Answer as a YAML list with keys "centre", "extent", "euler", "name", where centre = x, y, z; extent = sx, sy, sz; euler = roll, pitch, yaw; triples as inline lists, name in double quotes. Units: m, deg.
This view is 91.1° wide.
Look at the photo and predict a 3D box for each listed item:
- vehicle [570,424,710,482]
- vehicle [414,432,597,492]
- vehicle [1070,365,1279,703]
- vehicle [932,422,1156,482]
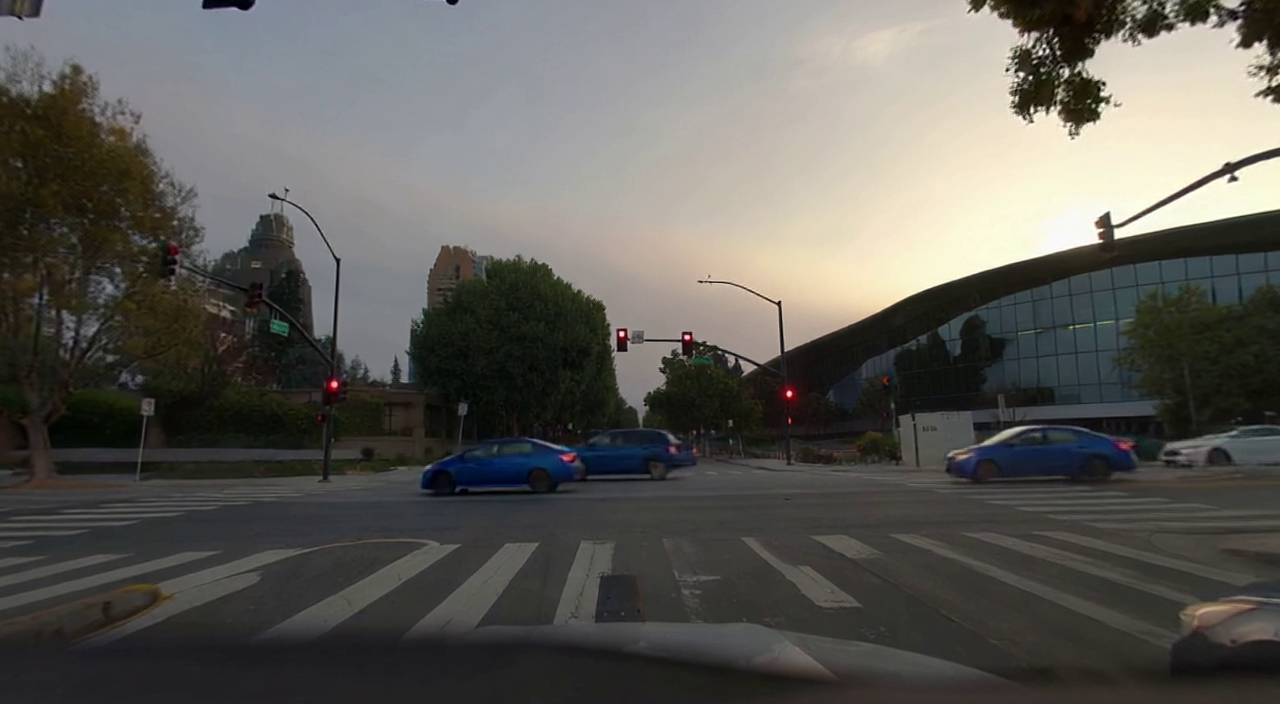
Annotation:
- centre: [0.006, 3.279, 20.535]
  extent: [4.363, 1.757, 1.926]
  euler: [0, -8, 1]
  name: "vehicle"
- centre: [-3.459, 2.925, 16.814]
  extent: [4.464, 1.472, 1.867]
  euler: [0, -8, 0]
  name: "vehicle"
- centre: [2.890, 0.675, 0.831]
  extent: [1.947, 1.576, 3.825]
  euler: [0, -8, 1]
  name: "vehicle"
- centre: [10.738, 2.685, 16.957]
  extent: [4.723, 1.484, 1.883]
  euler: [0, -8, 0]
  name: "vehicle"
